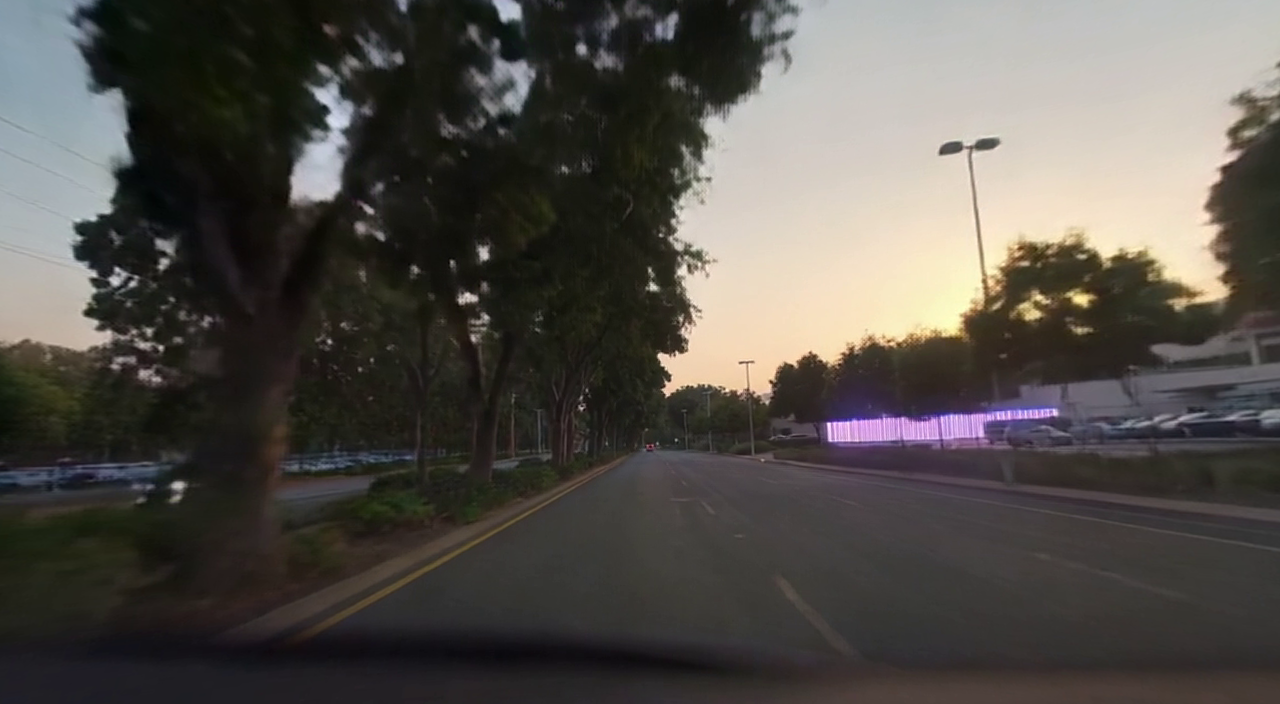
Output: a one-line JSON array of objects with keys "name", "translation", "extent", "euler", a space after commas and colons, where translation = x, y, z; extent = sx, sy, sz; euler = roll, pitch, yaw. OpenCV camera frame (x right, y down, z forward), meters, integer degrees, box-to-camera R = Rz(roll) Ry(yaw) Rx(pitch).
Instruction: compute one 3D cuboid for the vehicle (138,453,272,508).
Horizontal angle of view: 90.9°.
[{"name": "vehicle", "translation": [-14.346, 4.209, 21.231], "extent": [2.129, 1.494, 5.184], "euler": [2, -9, -16]}]
